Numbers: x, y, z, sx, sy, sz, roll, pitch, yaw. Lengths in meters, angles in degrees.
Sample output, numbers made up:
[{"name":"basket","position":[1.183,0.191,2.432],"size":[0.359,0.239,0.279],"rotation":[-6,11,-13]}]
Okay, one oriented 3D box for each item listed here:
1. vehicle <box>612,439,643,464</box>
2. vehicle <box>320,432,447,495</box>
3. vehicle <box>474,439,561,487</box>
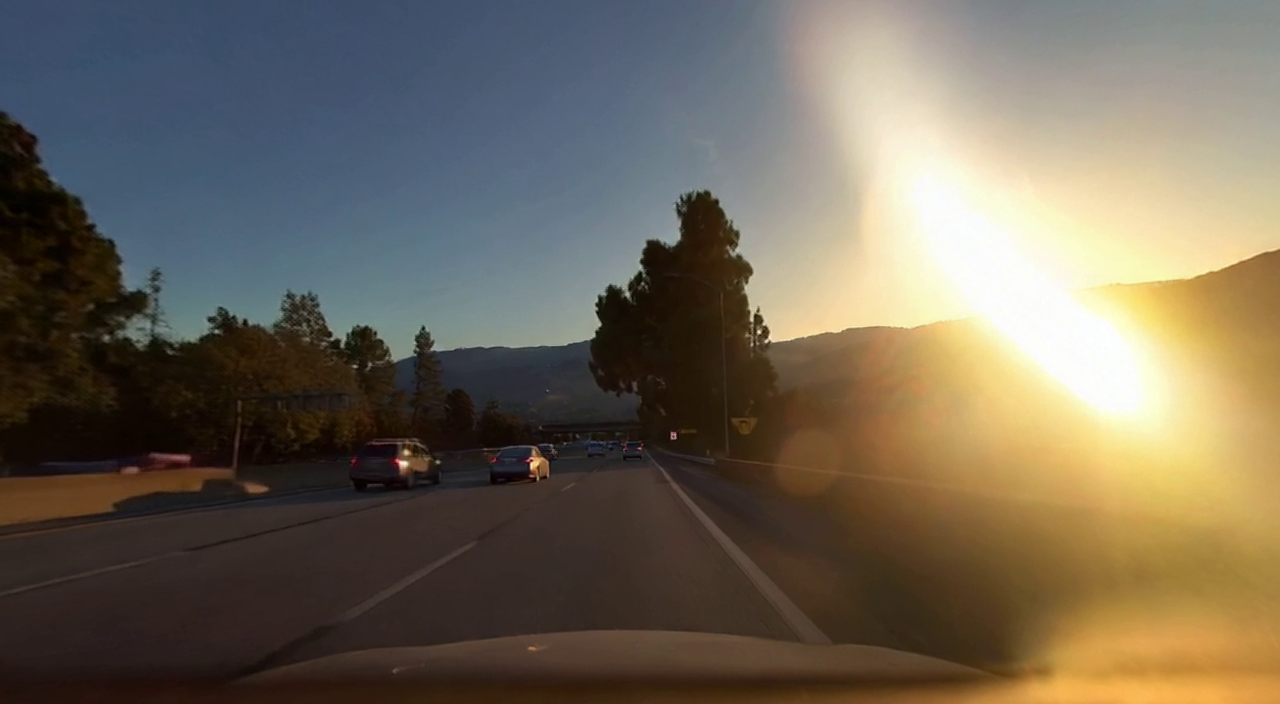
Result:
[{"name":"vehicle","position":[-0.907,7.492,47.719],"size":[2.179,1.742,4.396],"rotation":[0,-9,0]},{"name":"vehicle","position":[-8.162,3.580,20.671],"size":[2.091,1.795,4.617],"rotation":[0,-9,2]},{"name":"vehicle","position":[-4.351,4.037,23.271],"size":[2.102,1.562,4.884],"rotation":[0,-9,2]}]
